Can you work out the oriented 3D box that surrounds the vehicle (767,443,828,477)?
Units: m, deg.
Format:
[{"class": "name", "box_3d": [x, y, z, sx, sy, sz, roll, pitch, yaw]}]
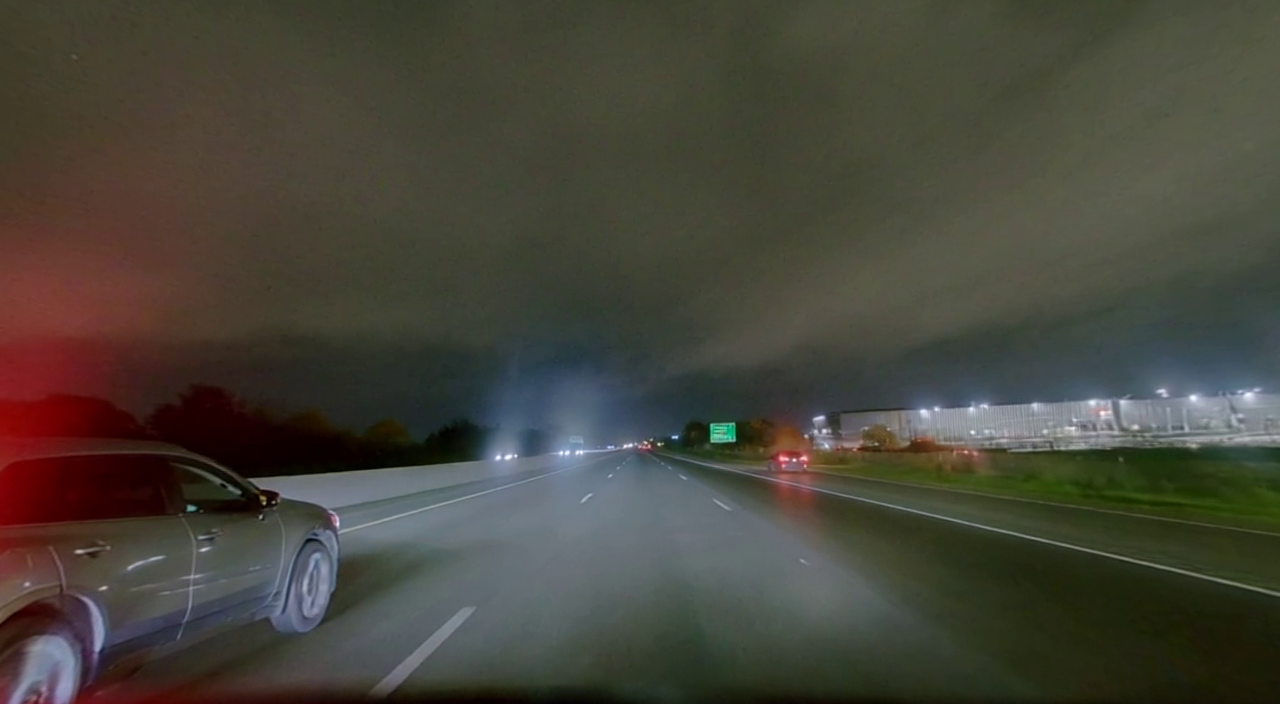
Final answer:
[{"class": "vehicle", "box_3d": [7.654, 5.282, 31.020, 1.923, 1.516, 3.815, 0, -9, -2]}]
